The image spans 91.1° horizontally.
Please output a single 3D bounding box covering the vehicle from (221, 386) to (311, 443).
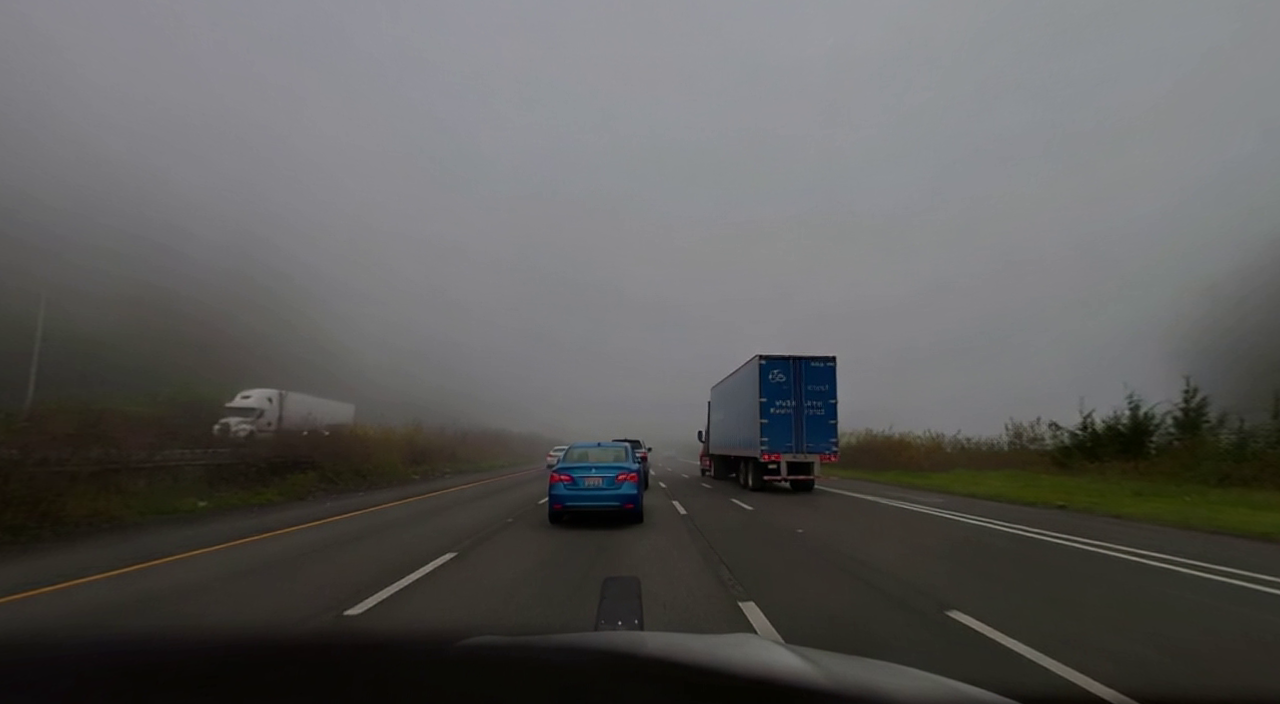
[{"bbox_3d":[-27.972,4.857,47.382,2.979,3.928,6.477,1,-9,-4],"label":"vehicle"}]

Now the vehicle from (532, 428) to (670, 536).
[{"bbox_3d":[-0.595,2.221,11.257,2.038,1.582,3.729,0,-9,0],"label":"vehicle"}]

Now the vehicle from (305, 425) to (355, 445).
[{"bbox_3d":[-23.857,6.439,48.484,1.729,1.455,4.560,0,-9,-3],"label":"vehicle"}]

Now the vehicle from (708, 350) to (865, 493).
[{"bbox_3d":[4.913,3.021,24.912,2.825,4.043,14.051,0,-9,0],"label":"vehicle"}]
